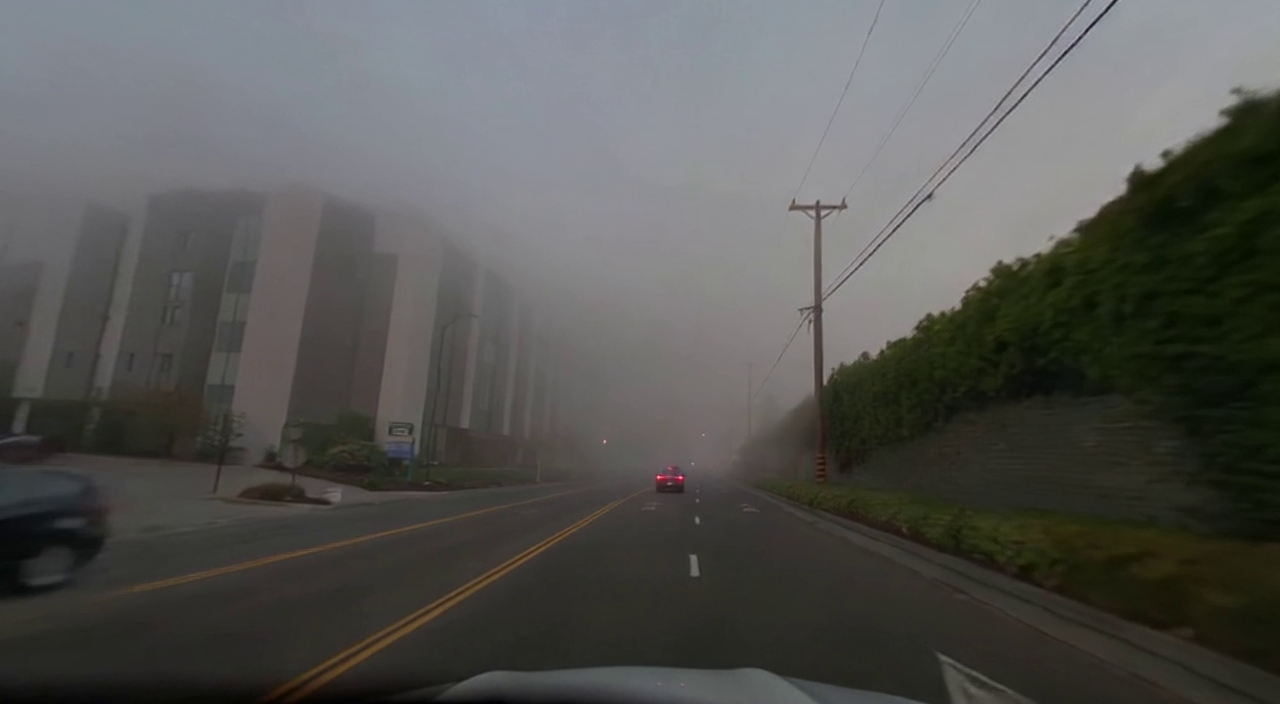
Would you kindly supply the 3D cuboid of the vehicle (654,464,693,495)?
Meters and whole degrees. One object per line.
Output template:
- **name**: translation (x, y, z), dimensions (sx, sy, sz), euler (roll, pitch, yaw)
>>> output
- **vehicle**: translation (1.979, 7.352, 36.220), dimensions (2.067, 1.629, 3.858), euler (0, -11, 5)

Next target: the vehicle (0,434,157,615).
- **vehicle**: translation (-6.441, 1.304, 4.551), dimensions (1.979, 1.499, 4.666), euler (0, -11, 3)
